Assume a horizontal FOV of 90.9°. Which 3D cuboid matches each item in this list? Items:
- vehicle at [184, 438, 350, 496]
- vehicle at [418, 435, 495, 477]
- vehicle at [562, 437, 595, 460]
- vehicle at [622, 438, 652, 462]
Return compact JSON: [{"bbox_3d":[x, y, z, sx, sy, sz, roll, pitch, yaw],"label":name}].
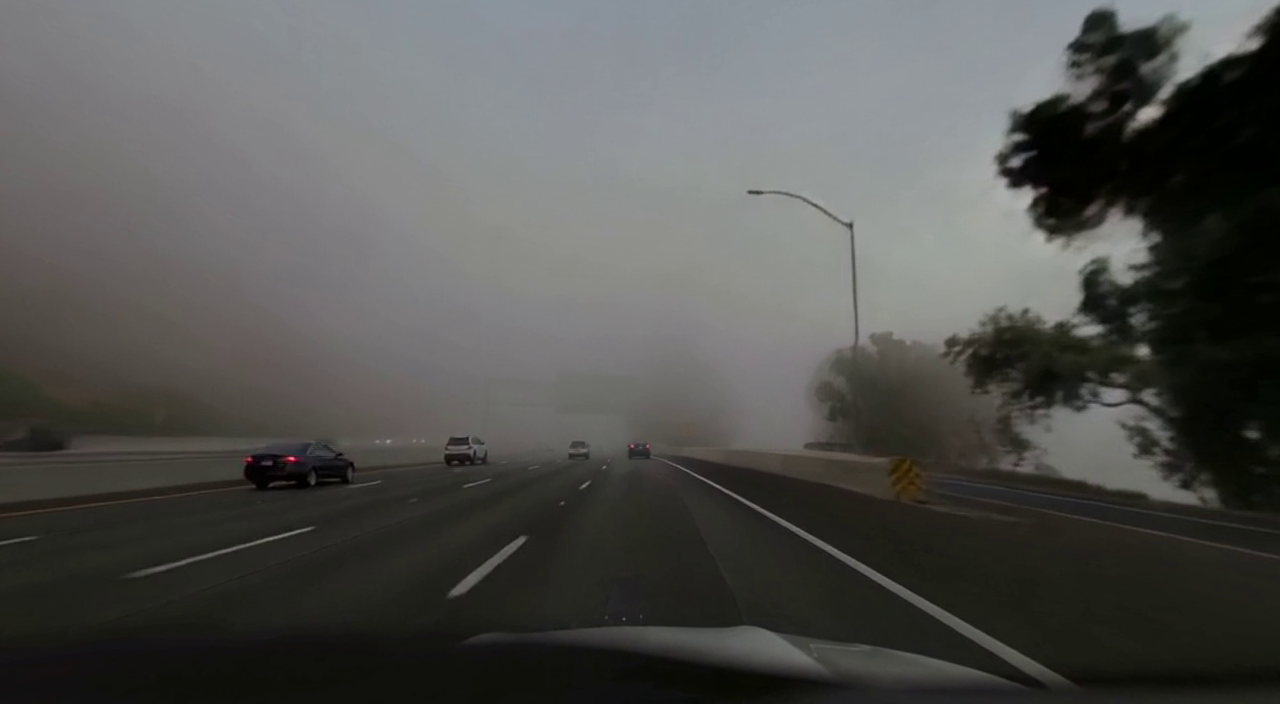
[{"bbox_3d":[-10.724,3.308,18.710,1.935,1.474,5.033,0,-8,-1],"label":"vehicle"},{"bbox_3d":[-7.698,4.384,26.929,2.086,1.628,4.039,0,-8,0],"label":"vehicle"},{"bbox_3d":[-4.406,6.953,45.539,1.991,1.610,4.606,0,-8,-1],"label":"vehicle"},{"bbox_3d":[-0.223,6.431,41.453,1.881,1.460,3.694,0,-8,-2],"label":"vehicle"}]
